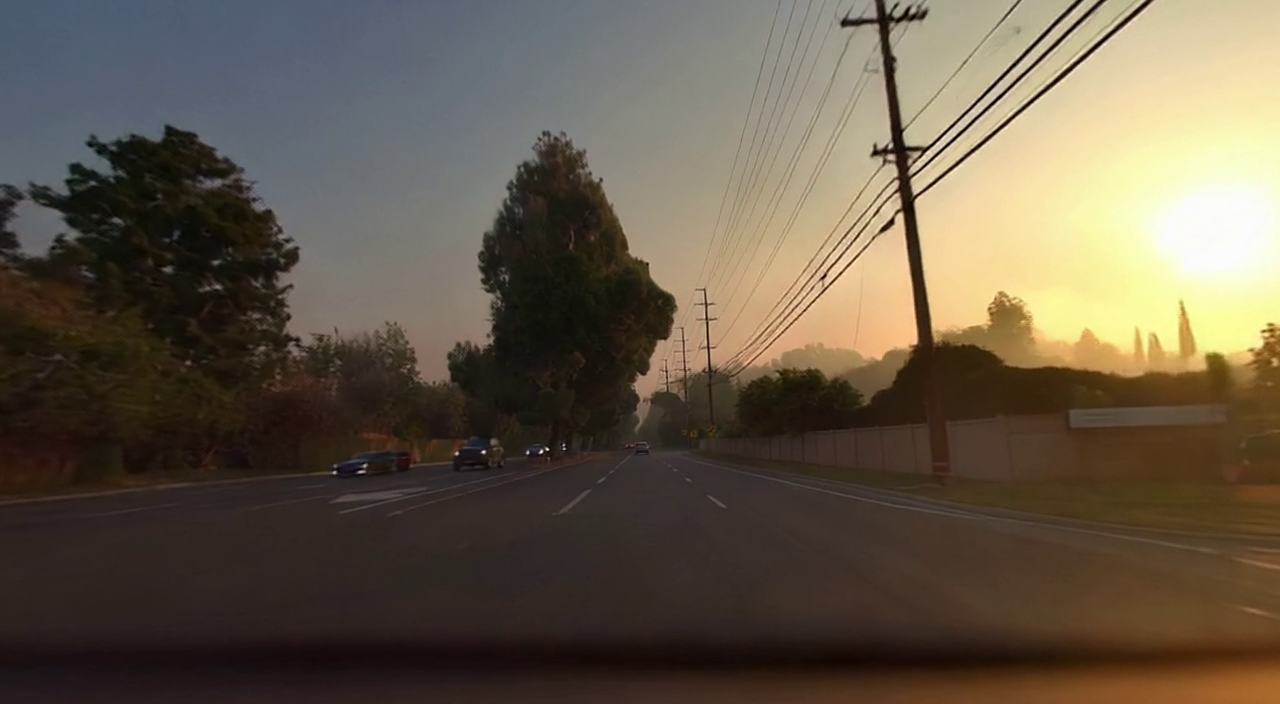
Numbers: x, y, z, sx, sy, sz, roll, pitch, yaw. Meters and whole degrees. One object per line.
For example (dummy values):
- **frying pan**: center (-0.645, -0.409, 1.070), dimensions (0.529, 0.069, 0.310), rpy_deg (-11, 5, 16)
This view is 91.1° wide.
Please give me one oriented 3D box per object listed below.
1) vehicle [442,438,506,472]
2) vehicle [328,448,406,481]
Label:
- **vehicle**: center (-9.863, 6.152, 37.763), dimensions (2.249, 1.866, 5.664), rpy_deg (0, -8, 1)
- **vehicle**: center (-13.431, 5.535, 31.213), dimensions (1.821, 1.453, 4.459), rpy_deg (0, -8, 0)
